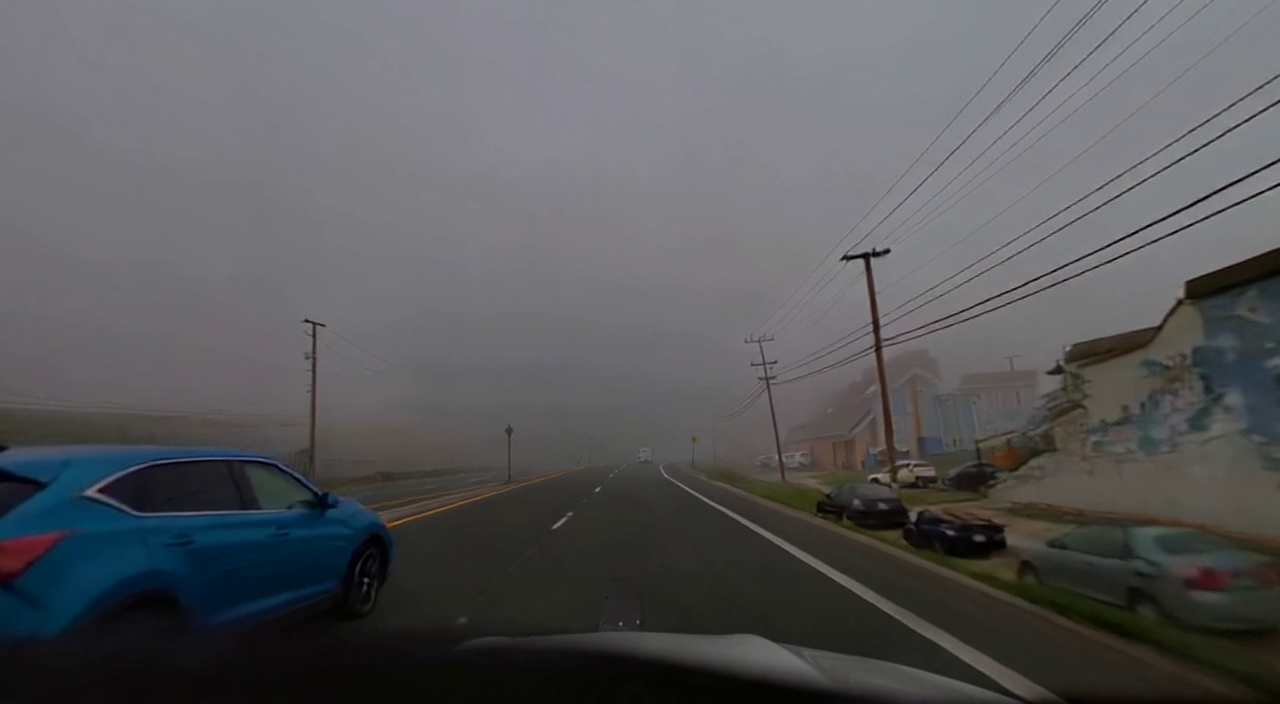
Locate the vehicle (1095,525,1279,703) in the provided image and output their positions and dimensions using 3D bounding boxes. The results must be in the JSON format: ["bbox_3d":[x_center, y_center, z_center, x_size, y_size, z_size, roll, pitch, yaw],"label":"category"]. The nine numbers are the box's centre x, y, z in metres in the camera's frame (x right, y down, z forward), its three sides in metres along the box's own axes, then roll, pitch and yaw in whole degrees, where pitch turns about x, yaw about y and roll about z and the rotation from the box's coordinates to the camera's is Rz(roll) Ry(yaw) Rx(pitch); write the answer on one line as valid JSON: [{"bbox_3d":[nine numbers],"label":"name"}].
[{"bbox_3d":[7.172,2.792,6.553,1.849,1.439,4.143,0,-9,1],"label":"vehicle"}]

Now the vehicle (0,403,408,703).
[{"bbox_3d":[-2.959,1.106,3.204,1.972,1.496,4.150,0,-9,0],"label":"vehicle"}]

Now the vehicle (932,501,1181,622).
[{"bbox_3d":[7.301,3.685,11.716,1.896,1.451,4.070,0,-9,2],"label":"vehicle"}]

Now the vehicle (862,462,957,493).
[{"bbox_3d":[16.806,7.838,39.606,4.995,1.794,2.020,-1,-9,3],"label":"vehicle"}]

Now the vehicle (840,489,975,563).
[{"bbox_3d":[7.101,4.648,17.359,1.791,1.445,4.412,0,-9,0],"label":"vehicle"}]

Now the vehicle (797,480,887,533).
[{"bbox_3d":[7.281,5.587,23.204,1.976,1.563,3.852,0,-9,-1],"label":"vehicle"}]
